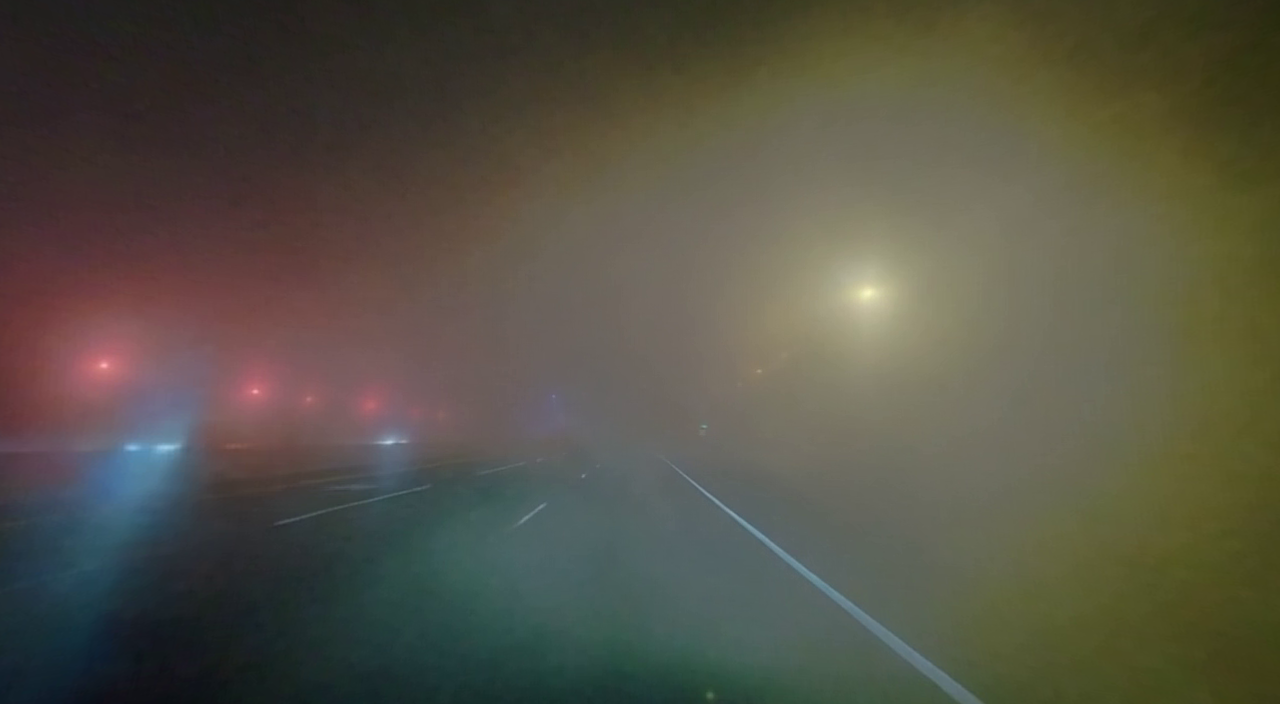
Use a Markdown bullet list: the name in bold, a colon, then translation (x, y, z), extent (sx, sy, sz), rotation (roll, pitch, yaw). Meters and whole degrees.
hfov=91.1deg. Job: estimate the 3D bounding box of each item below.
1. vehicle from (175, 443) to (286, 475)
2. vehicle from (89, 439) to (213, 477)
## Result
- **vehicle**: translation (-22.873, 5.960, 35.491), extent (2.342, 1.550, 5.925), rotation (0, -8, 0)
- **vehicle**: translation (-22.901, 4.961, 29.744), extent (1.916, 1.601, 4.872), rotation (0, -8, 0)
